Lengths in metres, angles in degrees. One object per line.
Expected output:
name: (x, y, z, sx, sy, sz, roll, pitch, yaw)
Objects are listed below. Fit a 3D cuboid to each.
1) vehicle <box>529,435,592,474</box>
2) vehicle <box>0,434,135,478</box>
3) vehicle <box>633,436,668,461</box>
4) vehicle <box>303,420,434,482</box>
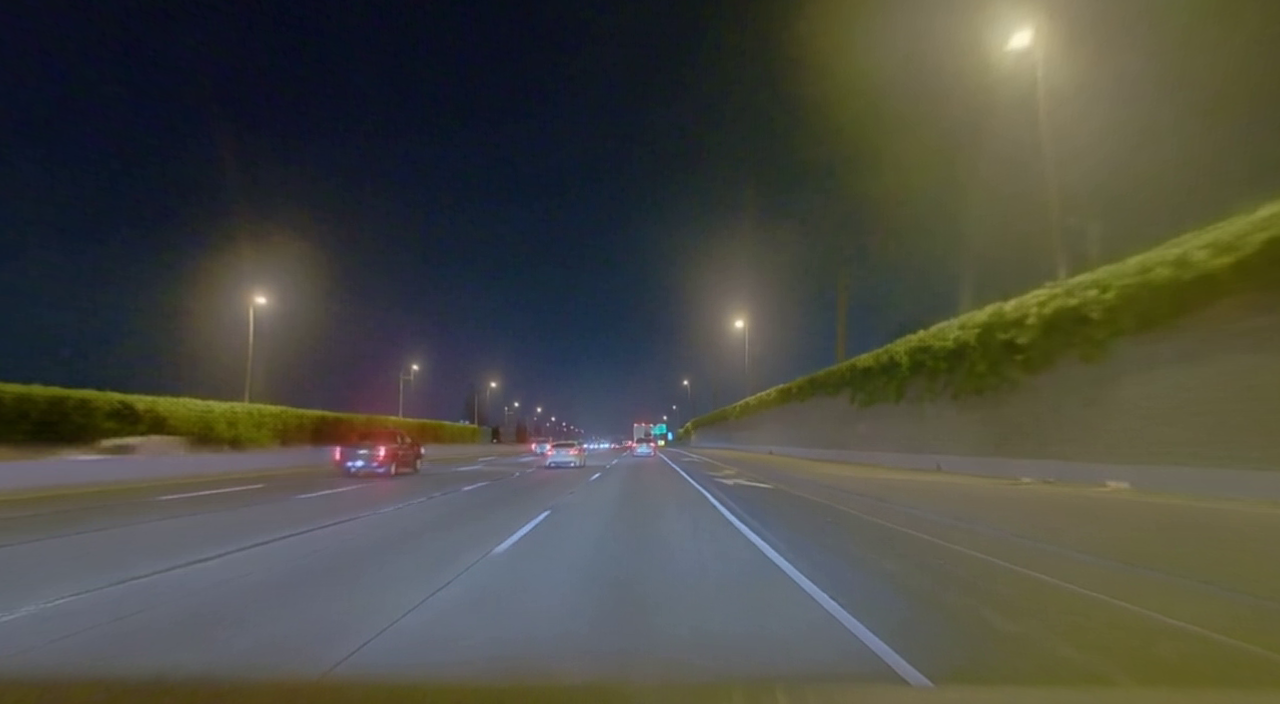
vehicle: (-3.222, 4.261, 26.396, 2.056, 1.480, 4.022, -1, -8, 1)
vehicle: (-19.089, 3.466, 21.206, 1.425, 1.349, 3.238, -1, -8, 1)
vehicle: (0.584, 6.088, 39.920, 2.073, 1.480, 4.343, 0, -8, 0)
vehicle: (-9.967, 3.713, 23.866, 2.339, 2.018, 5.790, -1, -8, 1)
